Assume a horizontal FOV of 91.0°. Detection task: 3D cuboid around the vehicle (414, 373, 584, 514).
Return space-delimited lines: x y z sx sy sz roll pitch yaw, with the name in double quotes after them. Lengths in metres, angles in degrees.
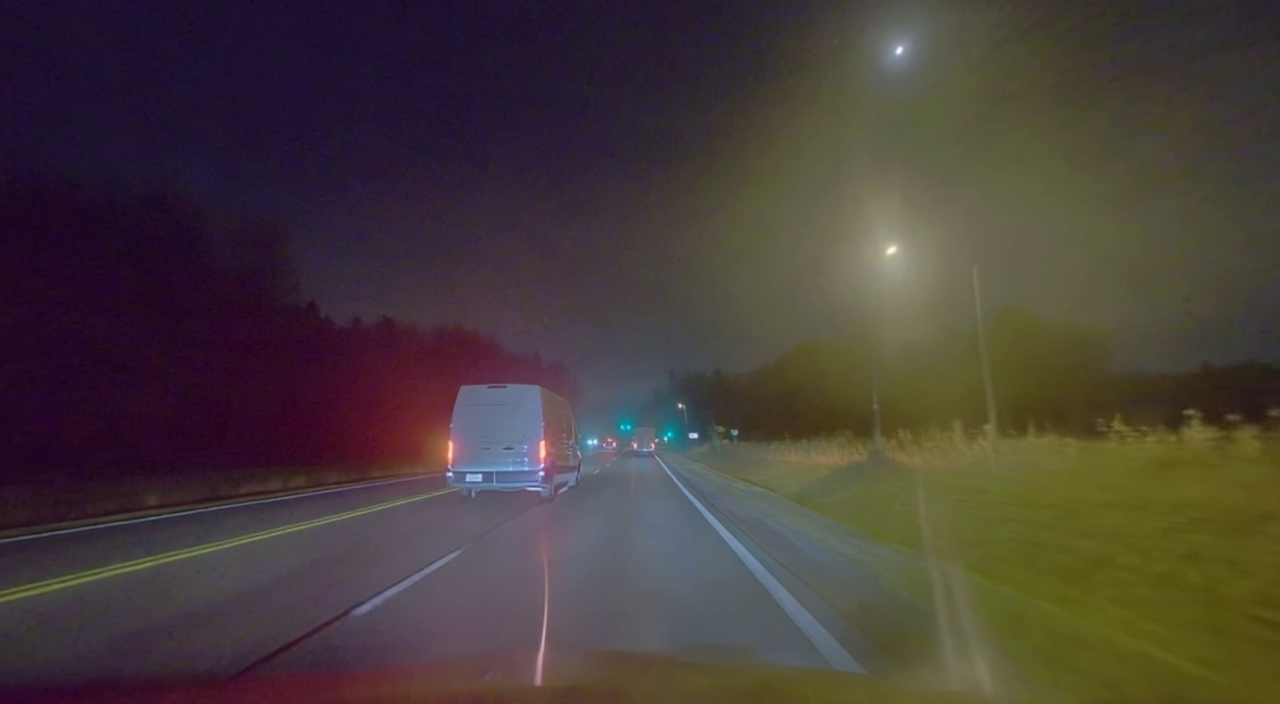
-2.916 2.145 14.875 2.497 2.628 6.016 0 -8 1 "vehicle"
